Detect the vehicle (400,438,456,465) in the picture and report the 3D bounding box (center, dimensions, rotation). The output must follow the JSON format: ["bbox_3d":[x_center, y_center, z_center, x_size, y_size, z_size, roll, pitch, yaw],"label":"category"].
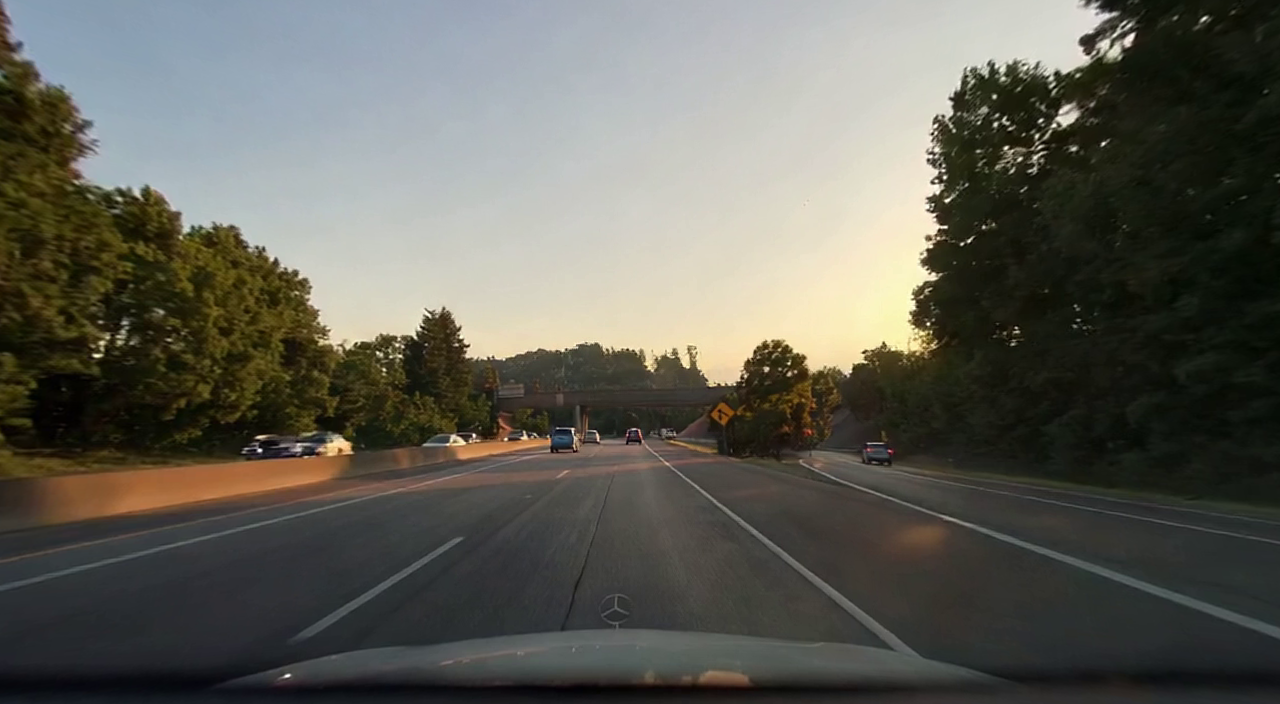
[{"bbox_3d":[-12.701,5.945,38.028,1.981,1.509,4.269,0,-8,0],"label":"vehicle"}]

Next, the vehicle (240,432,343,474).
[{"bbox_3d":[-17.212,4.986,31.508,2.015,1.861,5.531,0,-8,-1],"label":"vehicle"}]

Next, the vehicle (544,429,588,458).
[{"bbox_3d":[-4.317,5.449,37.491,2.169,1.588,4.264,0,-8,-1],"label":"vehicle"}]
